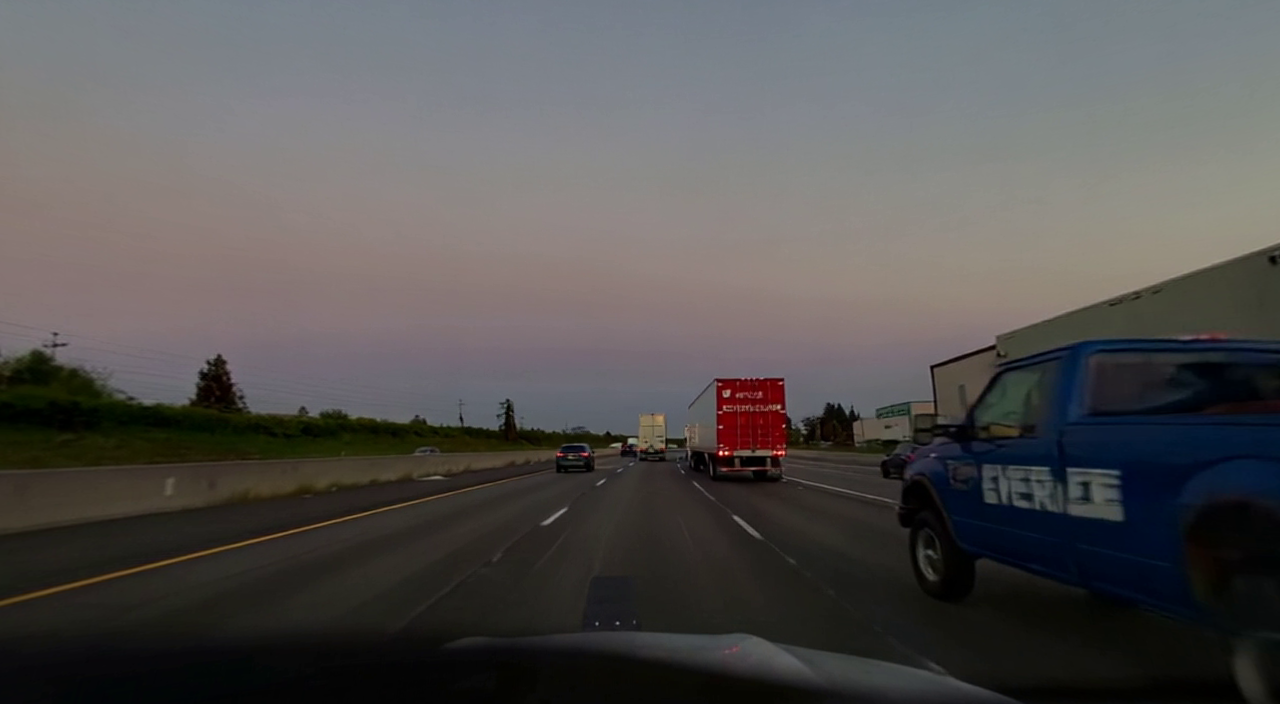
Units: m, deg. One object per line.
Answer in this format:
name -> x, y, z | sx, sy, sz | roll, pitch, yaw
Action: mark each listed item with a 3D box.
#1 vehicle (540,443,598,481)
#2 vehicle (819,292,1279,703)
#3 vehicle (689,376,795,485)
vehicle -> -2.930, 4.665, 27.047 | 2.024, 1.472, 4.014 | 0, -8, 0
vehicle -> 3.825, 1.061, 4.592 | 2.809, 1.919, 7.507 | 0, -9, 0
vehicle -> 4.266, 3.883, 30.112 | 2.951, 3.974, 13.340 | -1, -9, 1
